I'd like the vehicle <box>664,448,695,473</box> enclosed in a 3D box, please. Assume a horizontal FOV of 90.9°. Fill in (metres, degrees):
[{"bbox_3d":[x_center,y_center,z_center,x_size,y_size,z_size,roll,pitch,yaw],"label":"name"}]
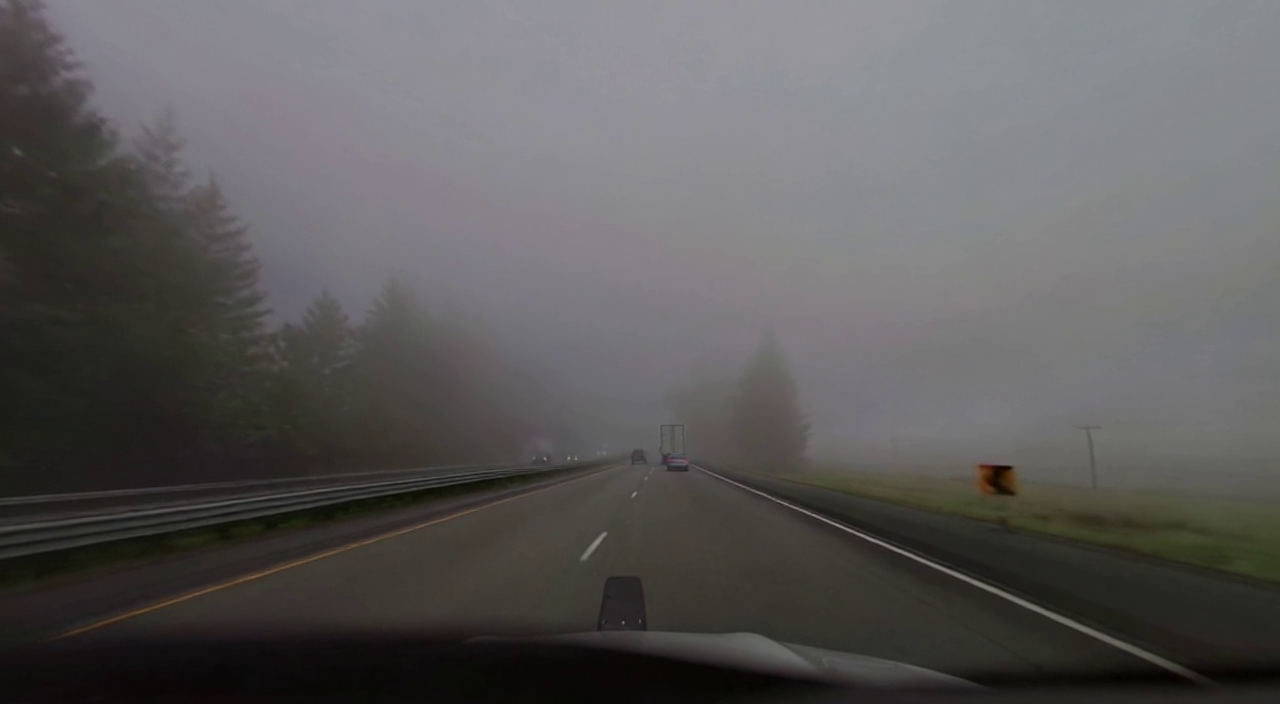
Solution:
[{"bbox_3d":[2.758,7.704,44.917,2.096,1.653,4.185,0,-9,2],"label":"vehicle"}]
